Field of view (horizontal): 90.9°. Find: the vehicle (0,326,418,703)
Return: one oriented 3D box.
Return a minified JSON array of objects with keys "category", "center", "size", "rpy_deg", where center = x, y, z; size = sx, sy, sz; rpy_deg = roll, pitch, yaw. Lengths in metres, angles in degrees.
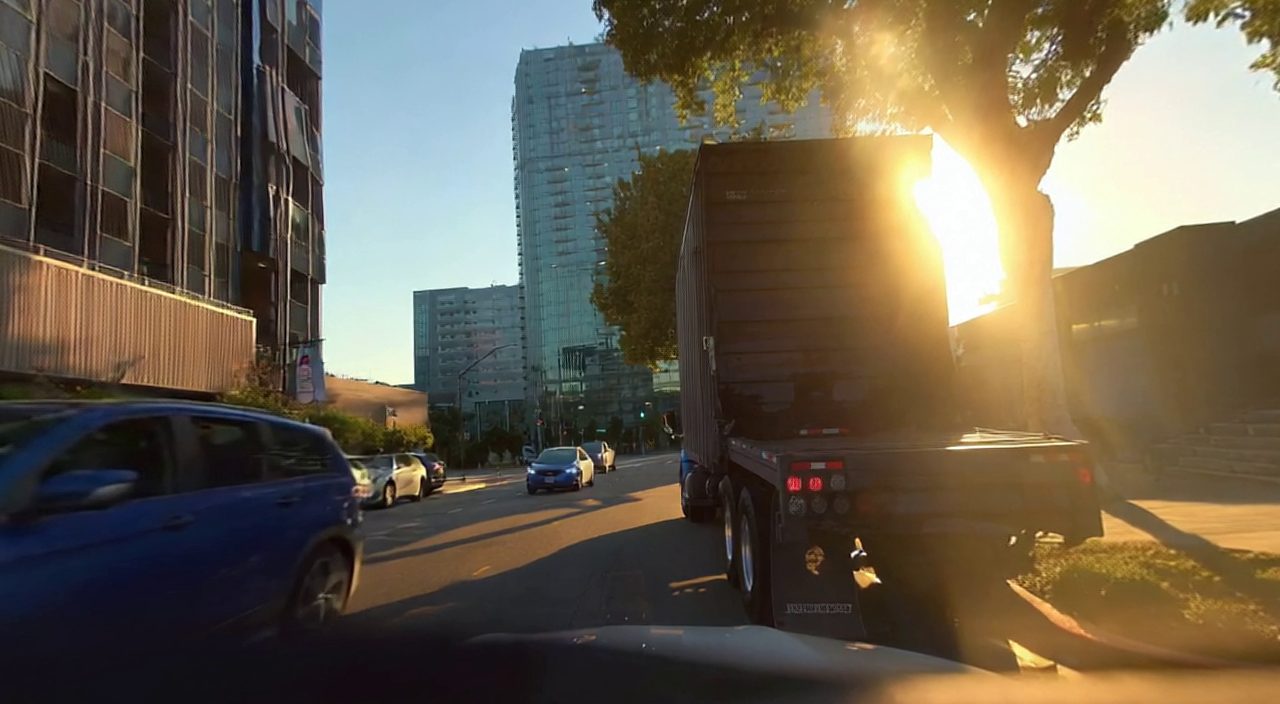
[{"category":"vehicle","center":[-3.347,1.020,3.648],"size":[2.223,1.804,4.746],"rpy_deg":[0,-8,2]}]

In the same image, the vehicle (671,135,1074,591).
[{"category":"vehicle","center":[2.536,0.843,11.376],"size":[3.320,4.034,11.553],"rpy_deg":[-1,-8,6]}]

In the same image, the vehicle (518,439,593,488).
[{"category":"vehicle","center":[-2.898,3.933,22.569],"size":[2.183,1.563,4.257],"rpy_deg":[0,-8,-2]}]
